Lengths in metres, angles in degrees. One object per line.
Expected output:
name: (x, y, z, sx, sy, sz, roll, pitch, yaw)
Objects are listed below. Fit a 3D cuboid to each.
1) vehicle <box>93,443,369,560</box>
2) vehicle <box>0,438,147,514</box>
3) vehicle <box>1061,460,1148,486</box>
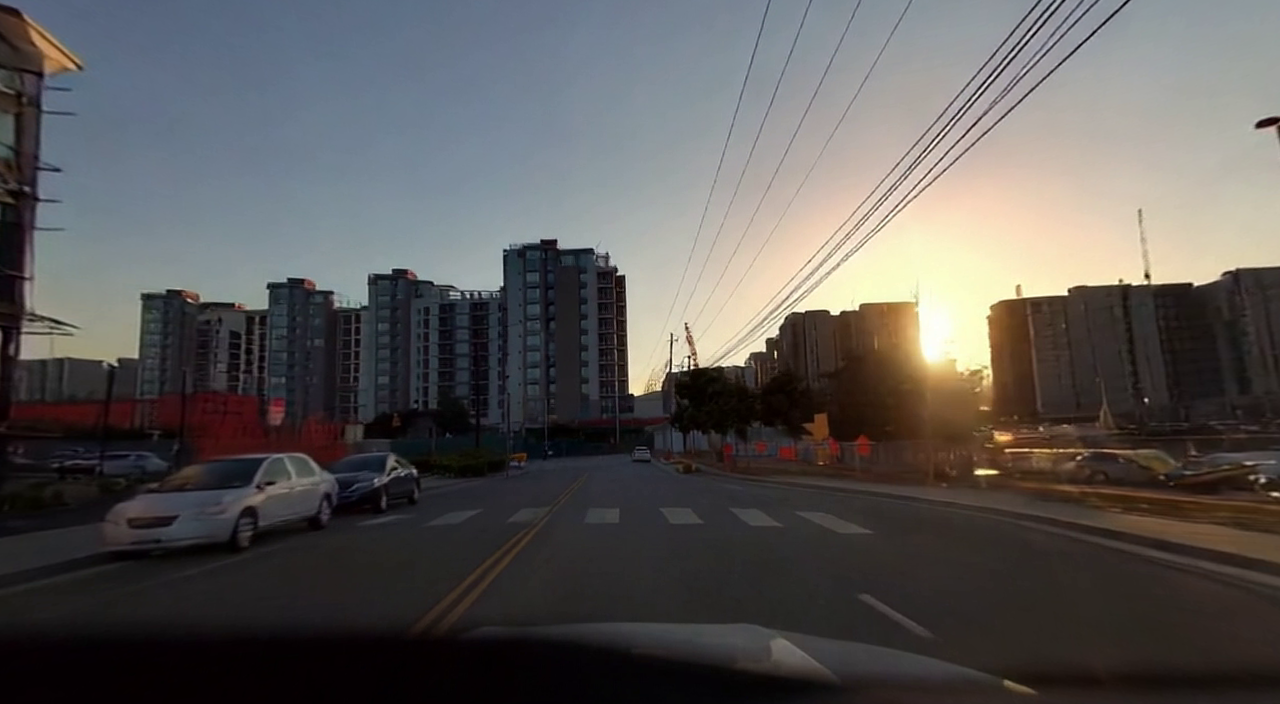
vehicle: (-6.859, 2.497, 11.387, 1.998, 1.633, 4.673, 0, -9, -2)
vehicle: (-14.176, 3.006, 15.839, 1.998, 1.576, 5.203, 5, -10, -30)
vehicle: (34.687, 9.023, 47.081, 4.853, 1.751, 2.075, 0, -9, 0)
